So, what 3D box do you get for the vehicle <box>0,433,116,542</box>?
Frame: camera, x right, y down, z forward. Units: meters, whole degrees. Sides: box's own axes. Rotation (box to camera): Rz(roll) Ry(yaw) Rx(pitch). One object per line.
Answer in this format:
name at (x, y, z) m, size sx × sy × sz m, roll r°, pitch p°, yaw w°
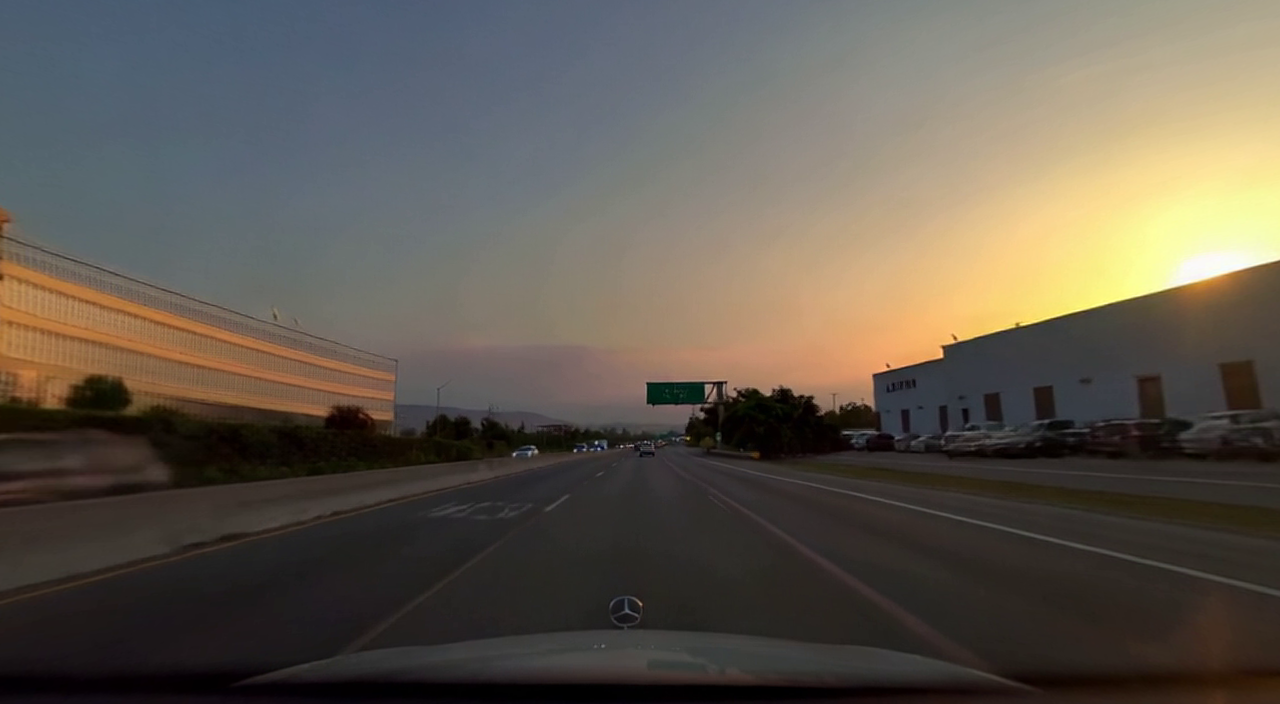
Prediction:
vehicle at (-11.110, 2.066, 9.427) m, size 2.040 × 1.711 × 5.175 m, roll 0°, pitch -8°, yaw 1°
